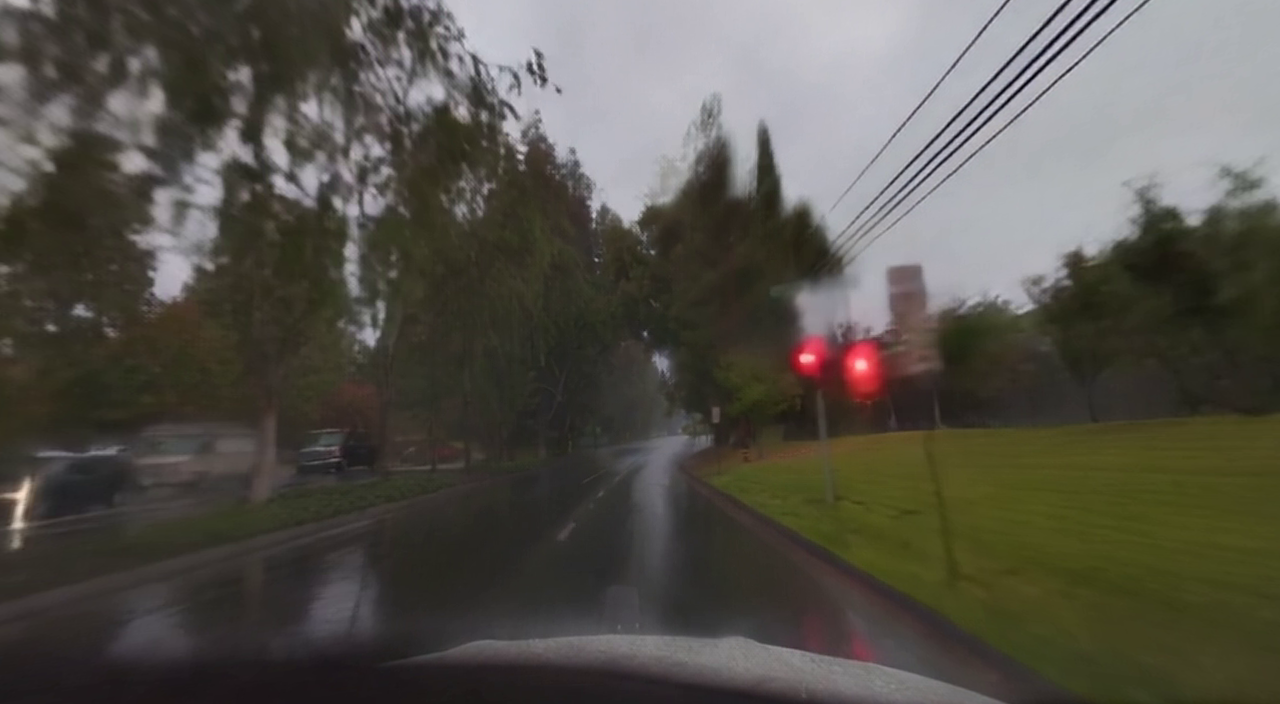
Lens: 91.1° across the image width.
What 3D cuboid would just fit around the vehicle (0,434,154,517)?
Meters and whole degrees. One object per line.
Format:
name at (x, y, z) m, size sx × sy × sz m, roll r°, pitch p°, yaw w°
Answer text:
vehicle at (-17.017, 3.555, 18.547) m, size 2.273 × 2.115 × 4.667 m, roll 1°, pitch -9°, yaw -12°

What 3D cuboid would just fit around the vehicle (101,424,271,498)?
vehicle at (-18.035, 4.362, 25.564) m, size 2.327 × 2.595 × 6.045 m, roll -1°, pitch -9°, yaw 0°

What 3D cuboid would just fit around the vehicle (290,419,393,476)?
vehicle at (-18.313, 5.942, 39.162) m, size 2.739 × 3.171 × 7.030 m, roll 1°, pitch -8°, yaw 1°
